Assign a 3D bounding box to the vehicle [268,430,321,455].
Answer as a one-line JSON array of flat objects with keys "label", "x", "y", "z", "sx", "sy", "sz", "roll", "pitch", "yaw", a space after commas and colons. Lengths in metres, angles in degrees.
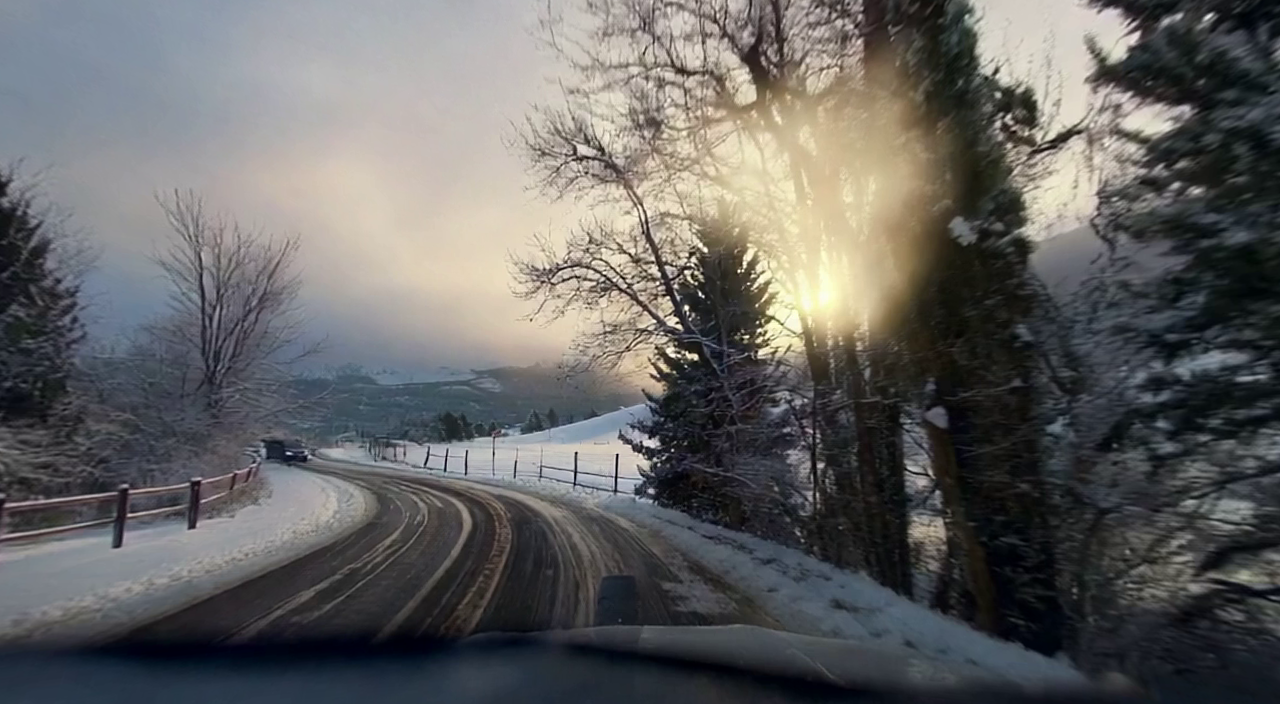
[{"label": "vehicle", "x": -26.983, "y": 7.058, "z": 49.102, "sx": 4.241, "sy": 1.562, "sz": 2.075, "roll": -3, "pitch": -11, "yaw": 41}]
